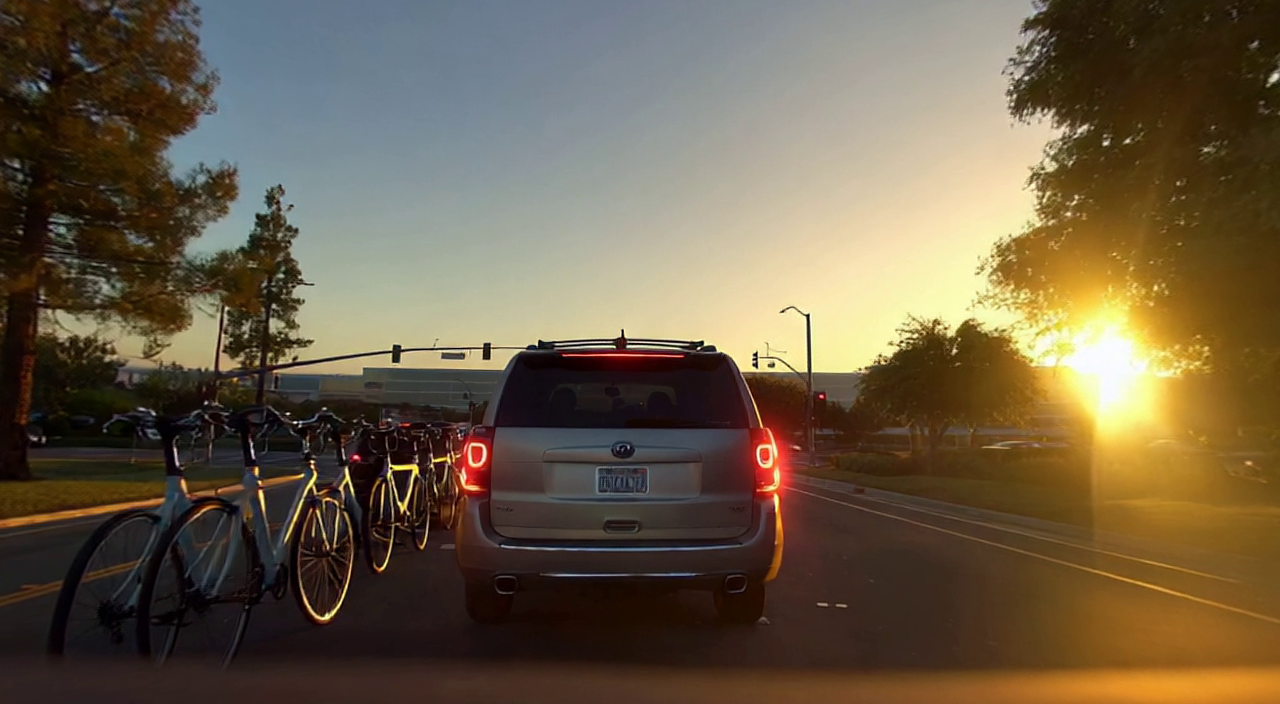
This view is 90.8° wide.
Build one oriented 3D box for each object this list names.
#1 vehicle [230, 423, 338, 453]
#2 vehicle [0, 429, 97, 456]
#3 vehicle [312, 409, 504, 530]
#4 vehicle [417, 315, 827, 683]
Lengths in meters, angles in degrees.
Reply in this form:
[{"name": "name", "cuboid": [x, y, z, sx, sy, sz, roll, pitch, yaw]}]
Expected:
[{"name": "vehicle", "cuboid": [-26.961, 6.560, 48.058, 6.559, 2.240, 2.442, 1, -9, -9]}, {"name": "vehicle", "cuboid": [-35.665, 5.448, 38.098, 3.926, 1.536, 1.731, 0, -7, -9]}, {"name": "vehicle", "cuboid": [-4.198, 2.226, 12.623, 2.337, 1.858, 5.409, 1, -9, -7]}, {"name": "vehicle", "cuboid": [-0.243, 1.156, 6.005, 2.333, 2.087, 4.586, 1, -8, -4]}]
